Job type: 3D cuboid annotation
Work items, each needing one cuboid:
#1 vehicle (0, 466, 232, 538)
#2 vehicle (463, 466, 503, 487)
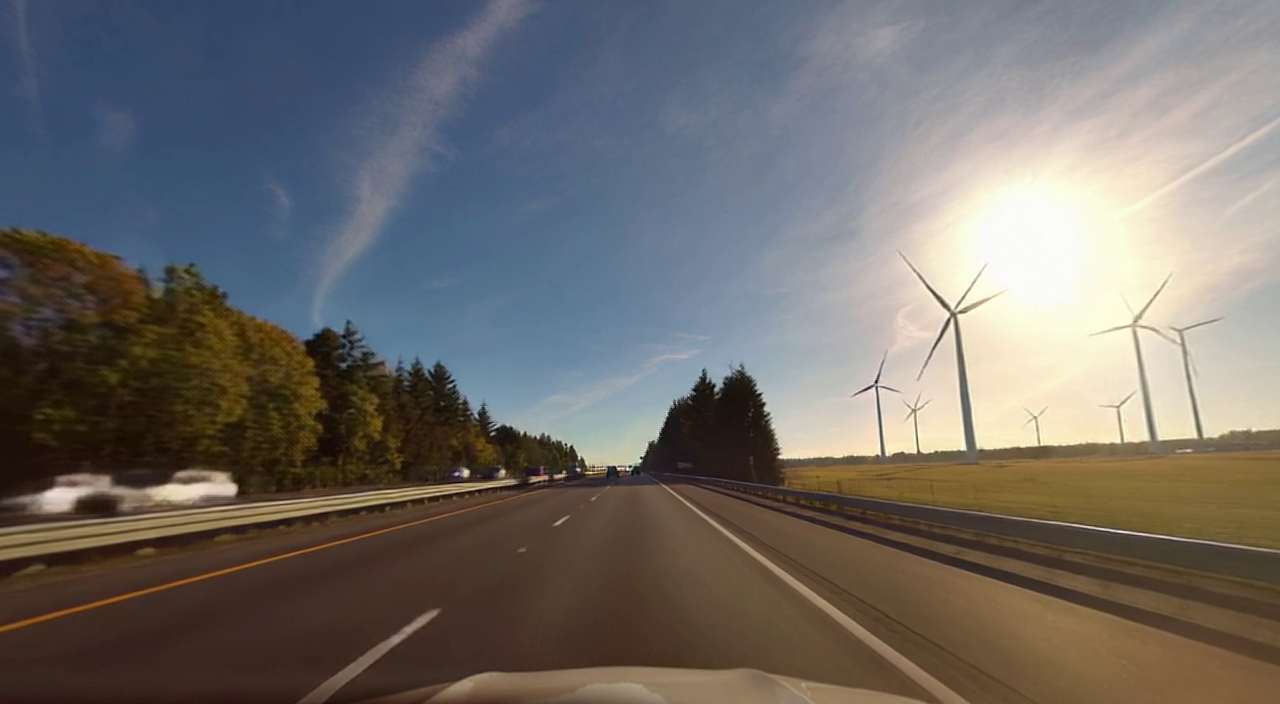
[{"bbox_3d":[-12.422,3.550,15.401,1.884,1.434,4.481,1,-11,0],"label":"vehicle"},{"bbox_3d":[-12.162,9.676,49.013,1.978,1.546,4.071,1,-11,1],"label":"vehicle"}]
